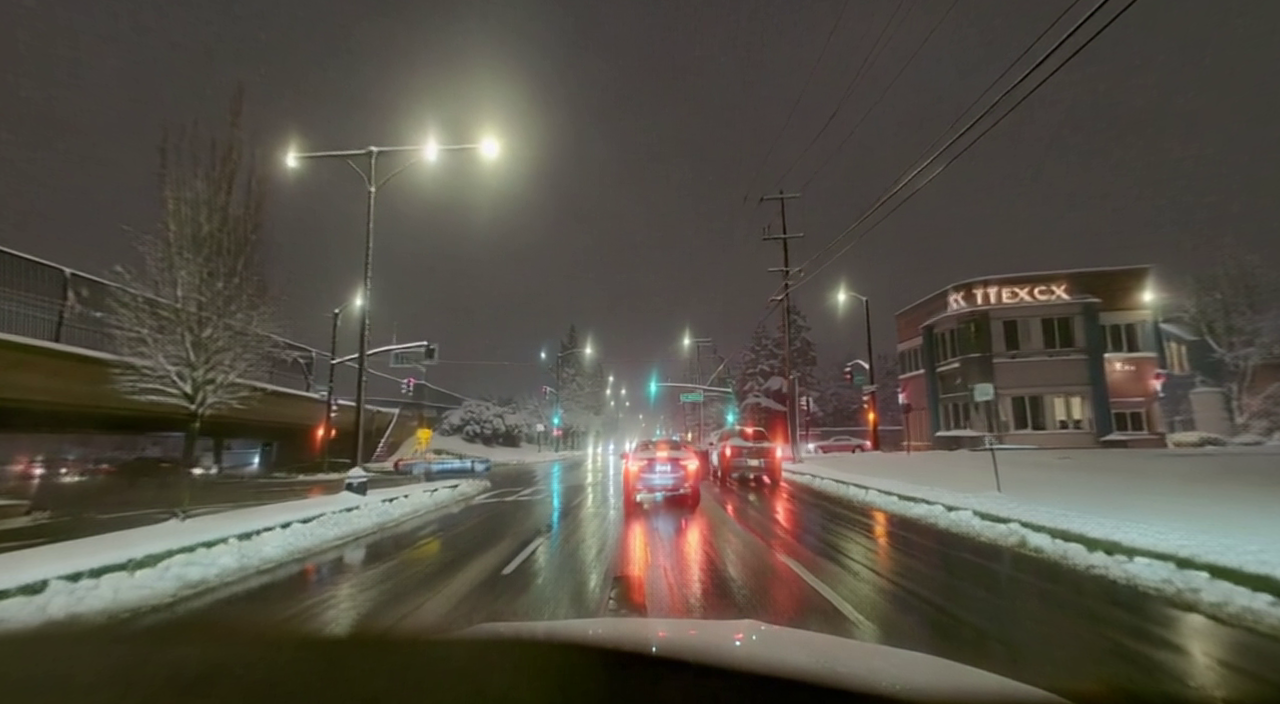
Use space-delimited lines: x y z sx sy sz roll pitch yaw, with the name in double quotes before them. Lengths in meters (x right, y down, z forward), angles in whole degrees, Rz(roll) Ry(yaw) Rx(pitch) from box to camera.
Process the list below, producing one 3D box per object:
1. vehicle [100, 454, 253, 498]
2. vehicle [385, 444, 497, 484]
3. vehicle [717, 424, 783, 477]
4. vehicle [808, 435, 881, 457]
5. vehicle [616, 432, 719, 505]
"vehicle" -17.777 4.705 24.404 1.873 1.462 4.283 -6 -10 32
"vehicle" -8.968 5.044 28.798 1.832 1.611 4.546 -7 -11 40
"vehicle" 4.453 4.087 26.267 2.080 1.999 4.379 0 -8 2
"vehicle" 14.498 6.680 44.790 4.498 1.439 1.842 0 -8 -1
"vehicle" 0.581 2.697 15.018 2.101 1.467 4.210 0 -8 1
